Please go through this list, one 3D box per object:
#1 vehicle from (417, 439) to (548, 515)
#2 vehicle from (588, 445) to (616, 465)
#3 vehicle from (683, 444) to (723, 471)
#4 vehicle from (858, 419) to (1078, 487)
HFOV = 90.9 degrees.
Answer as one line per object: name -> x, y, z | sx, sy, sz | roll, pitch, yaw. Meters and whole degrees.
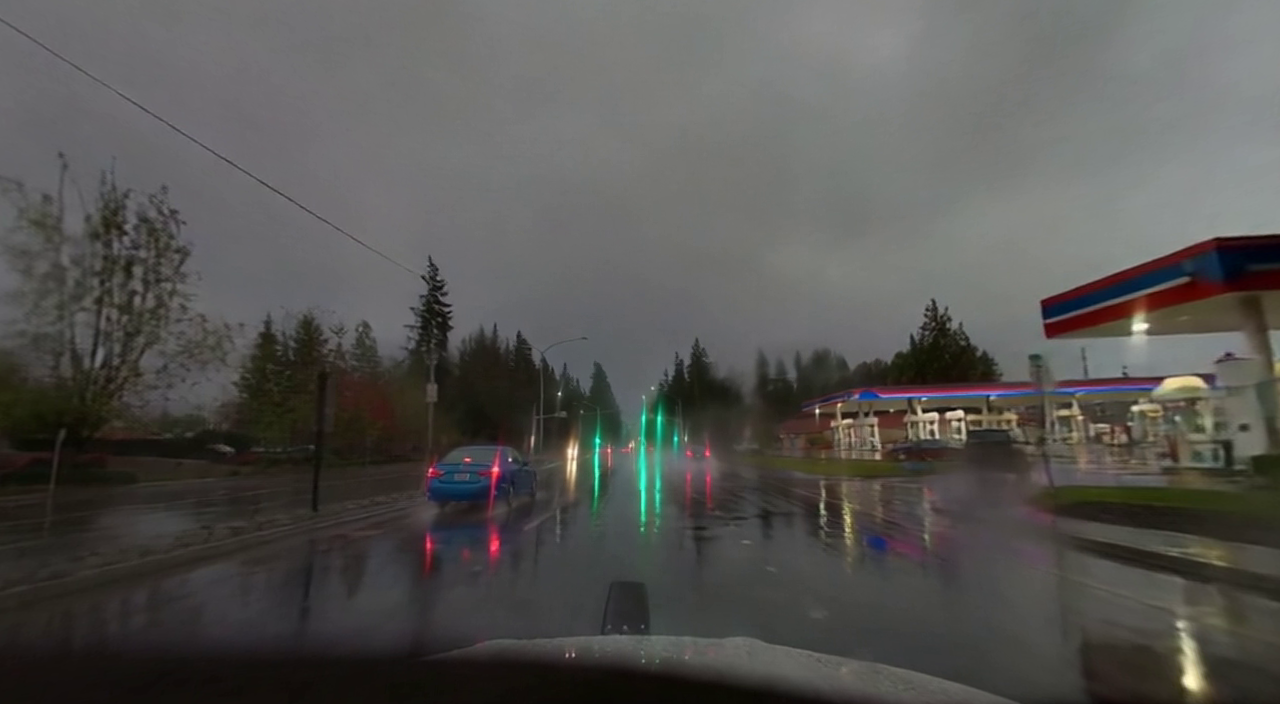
vehicle -> -3.417, 2.782, 14.597 | 1.803, 1.463, 4.422 | 0, -8, 1
vehicle -> -2.953, 8.017, 49.300 | 1.841, 1.474, 4.038 | 0, -8, 1
vehicle -> 3.635, 6.146, 36.894 | 1.883, 1.465, 3.975 | 0, -8, 0
vehicle -> 10.712, 3.373, 21.035 | 5.931, 1.872, 2.264 | -3, -9, 3
